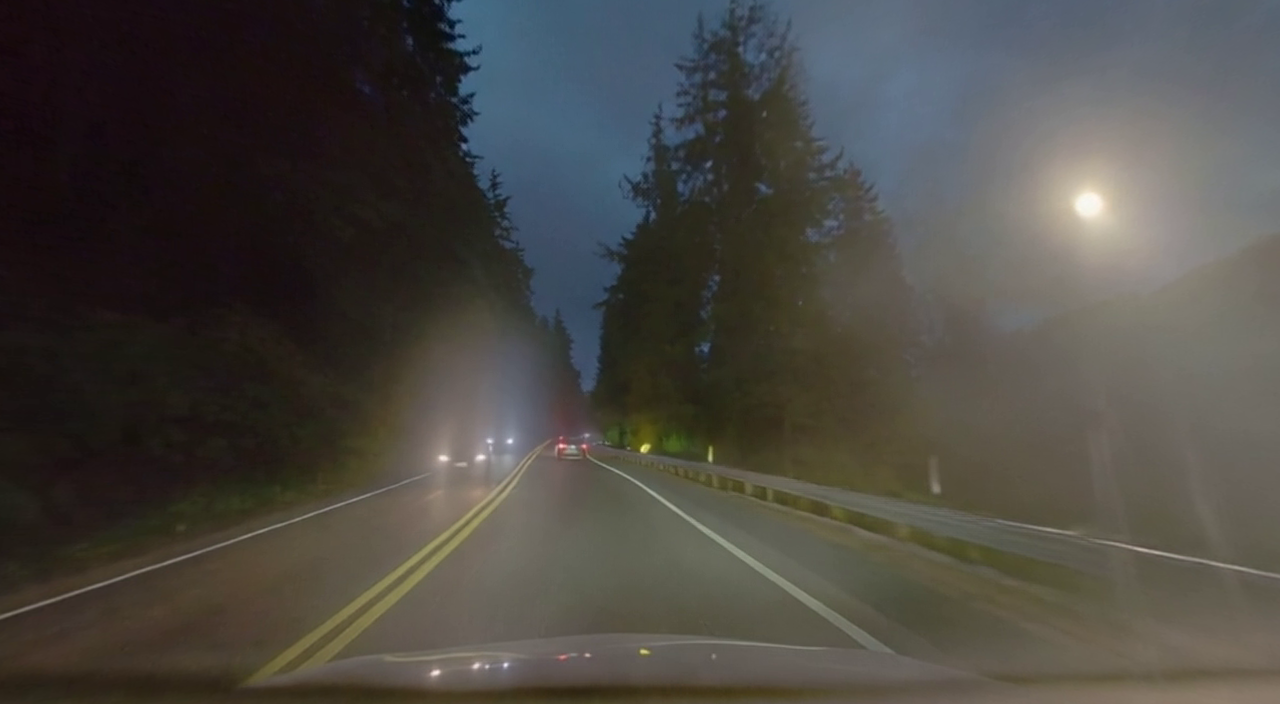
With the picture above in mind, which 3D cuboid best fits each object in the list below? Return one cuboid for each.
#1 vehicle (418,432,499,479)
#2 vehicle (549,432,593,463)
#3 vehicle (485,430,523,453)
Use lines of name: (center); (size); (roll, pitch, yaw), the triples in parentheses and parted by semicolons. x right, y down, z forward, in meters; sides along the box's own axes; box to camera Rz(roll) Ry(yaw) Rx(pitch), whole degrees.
vehicle: (-6.528, 3.749, 23.199); (2.133, 1.526, 4.308); (1, -8, -6)
vehicle: (-3.713, 5.004, 33.298); (2.120, 1.491, 4.349); (1, -8, -8)
vehicle: (-9.625, 6.381, 44.919); (2.200, 1.588, 4.150); (1, -8, -7)
